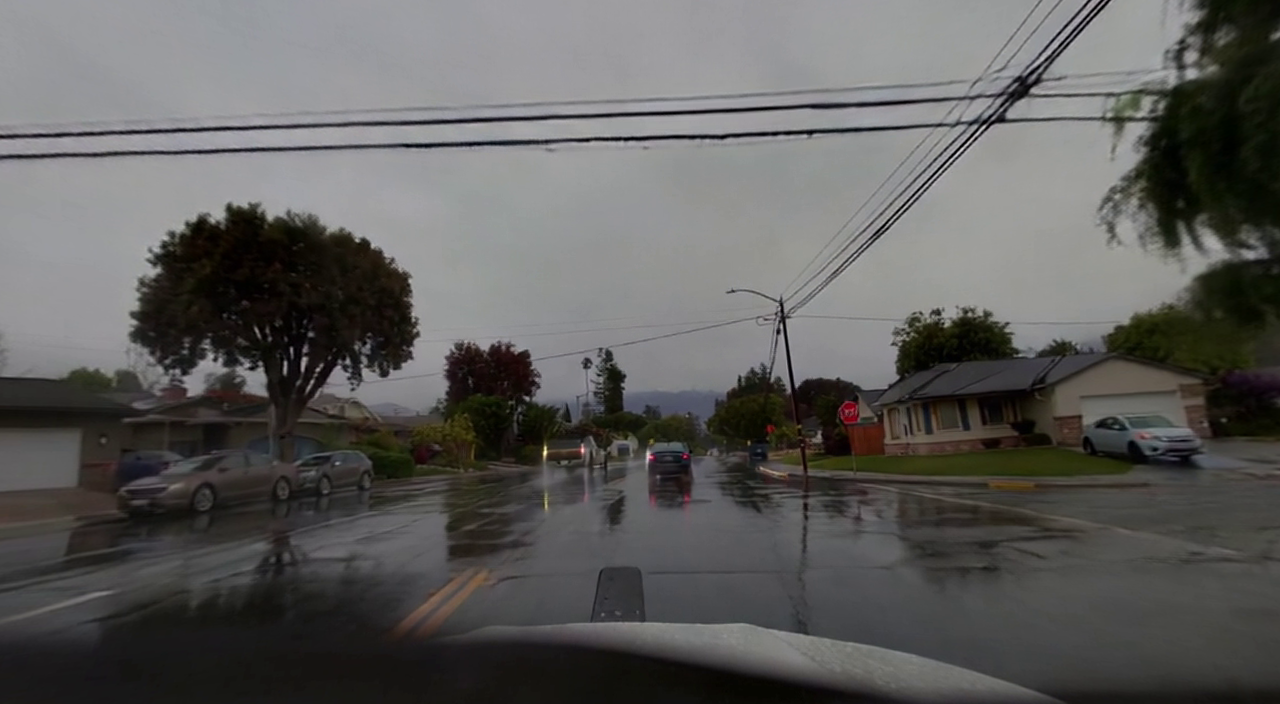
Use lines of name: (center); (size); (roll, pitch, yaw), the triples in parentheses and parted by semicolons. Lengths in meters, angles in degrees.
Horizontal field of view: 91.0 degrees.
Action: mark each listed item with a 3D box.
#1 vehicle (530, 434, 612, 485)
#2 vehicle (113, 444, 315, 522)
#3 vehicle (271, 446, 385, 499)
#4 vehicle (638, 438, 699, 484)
vehicle: (-2.407, 3.934, 23.348); (2.178, 1.695, 4.339); (-1, -8, 5)
vehicle: (-13.266, 4.047, 20.289); (2.191, 1.980, 5.888); (-4, -9, 4)
vehicle: (-12.636, 4.911, 25.900); (2.076, 1.864, 4.730); (-3, -10, 3)
vehicle: (1.075, 3.812, 22.303); (1.955, 1.459, 4.383); (-1, -8, 4)
